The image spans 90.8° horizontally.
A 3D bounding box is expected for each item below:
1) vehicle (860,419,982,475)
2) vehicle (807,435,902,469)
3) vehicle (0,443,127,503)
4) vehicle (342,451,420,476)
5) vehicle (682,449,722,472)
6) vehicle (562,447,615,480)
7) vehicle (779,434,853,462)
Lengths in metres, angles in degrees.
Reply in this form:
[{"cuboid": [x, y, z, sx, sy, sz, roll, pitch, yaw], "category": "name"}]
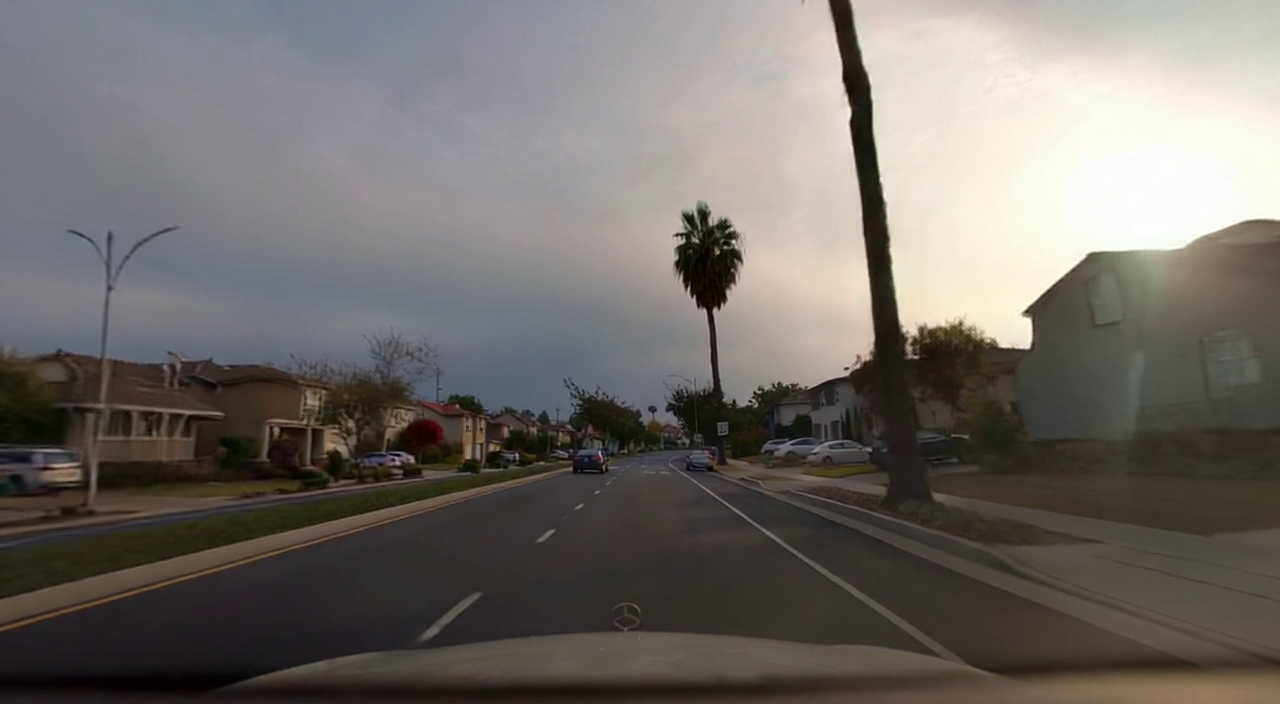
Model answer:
[{"cuboid": [11.343, 3.811, 25.488, 4.531, 1.864, 2.037, 0, -10, -31], "category": "vehicle"}, {"cuboid": [11.714, 5.475, 34.712, 4.454, 1.499, 1.821, -3, -9, -3], "category": "vehicle"}, {"cuboid": [-21.073, 4.084, 21.593, 4.942, 1.932, 2.247, 1, -9, -4], "category": "vehicle"}, {"cuboid": [-19.493, 8.408, 47.696, 4.992, 1.779, 1.928, 0, -9, 3], "category": "vehicle"}, {"cuboid": [4.127, 7.295, 42.610, 2.025, 1.456, 4.865, 1, -9, -2], "category": "vehicle"}, {"cuboid": [-2.377, 5.271, 30.153, 2.035, 1.474, 4.284, 0, -9, 2], "category": "vehicle"}, {"cuboid": [12.436, 6.865, 45.023, 4.710, 1.731, 1.972, -4, -10, 7], "category": "vehicle"}]
